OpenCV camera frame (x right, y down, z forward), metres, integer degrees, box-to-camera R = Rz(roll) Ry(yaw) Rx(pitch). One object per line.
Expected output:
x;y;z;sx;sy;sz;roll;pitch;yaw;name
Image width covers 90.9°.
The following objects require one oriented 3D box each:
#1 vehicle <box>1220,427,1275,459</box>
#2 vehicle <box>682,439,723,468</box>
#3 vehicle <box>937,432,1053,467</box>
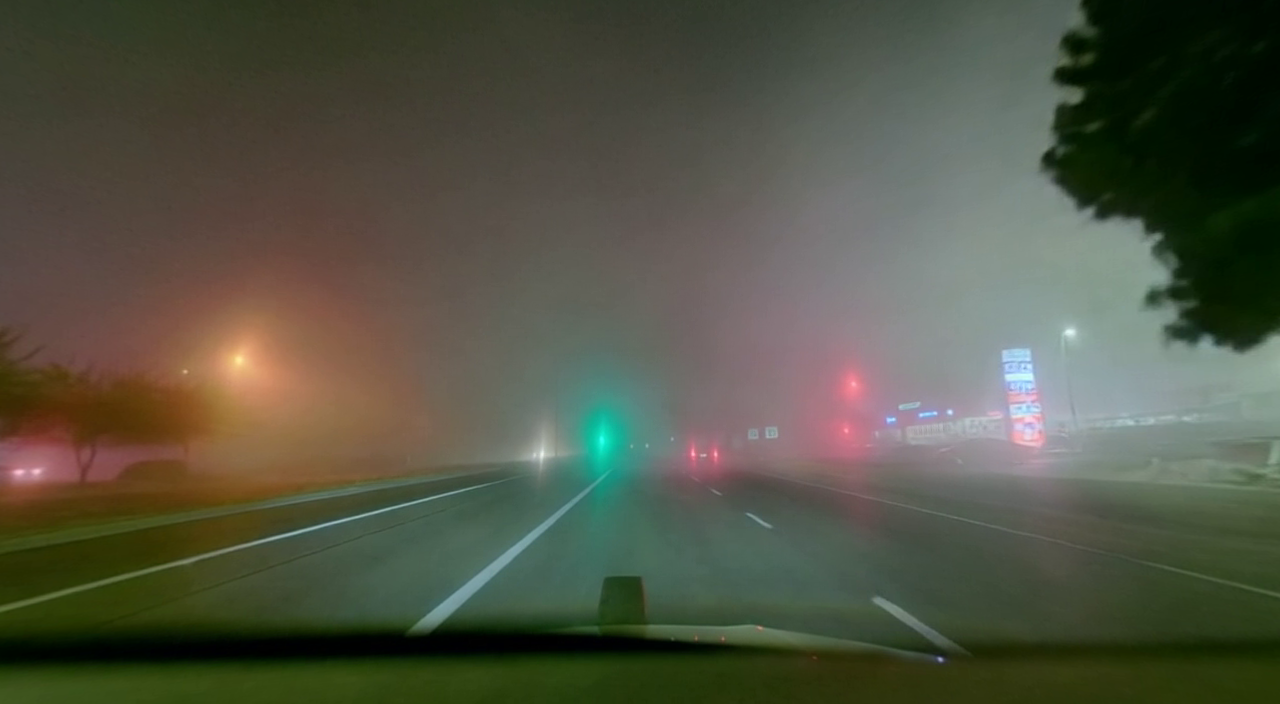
34.303;5.129;35.526;1.938;1.709;4.666;-9;-12;44;vehicle
3.853;6.290;39.411;2.007;1.683;4.171;0;-8;-1;vehicle
16.908;4.660;30.180;4.233;1.562;2.143;-1;-8;1;vehicle
